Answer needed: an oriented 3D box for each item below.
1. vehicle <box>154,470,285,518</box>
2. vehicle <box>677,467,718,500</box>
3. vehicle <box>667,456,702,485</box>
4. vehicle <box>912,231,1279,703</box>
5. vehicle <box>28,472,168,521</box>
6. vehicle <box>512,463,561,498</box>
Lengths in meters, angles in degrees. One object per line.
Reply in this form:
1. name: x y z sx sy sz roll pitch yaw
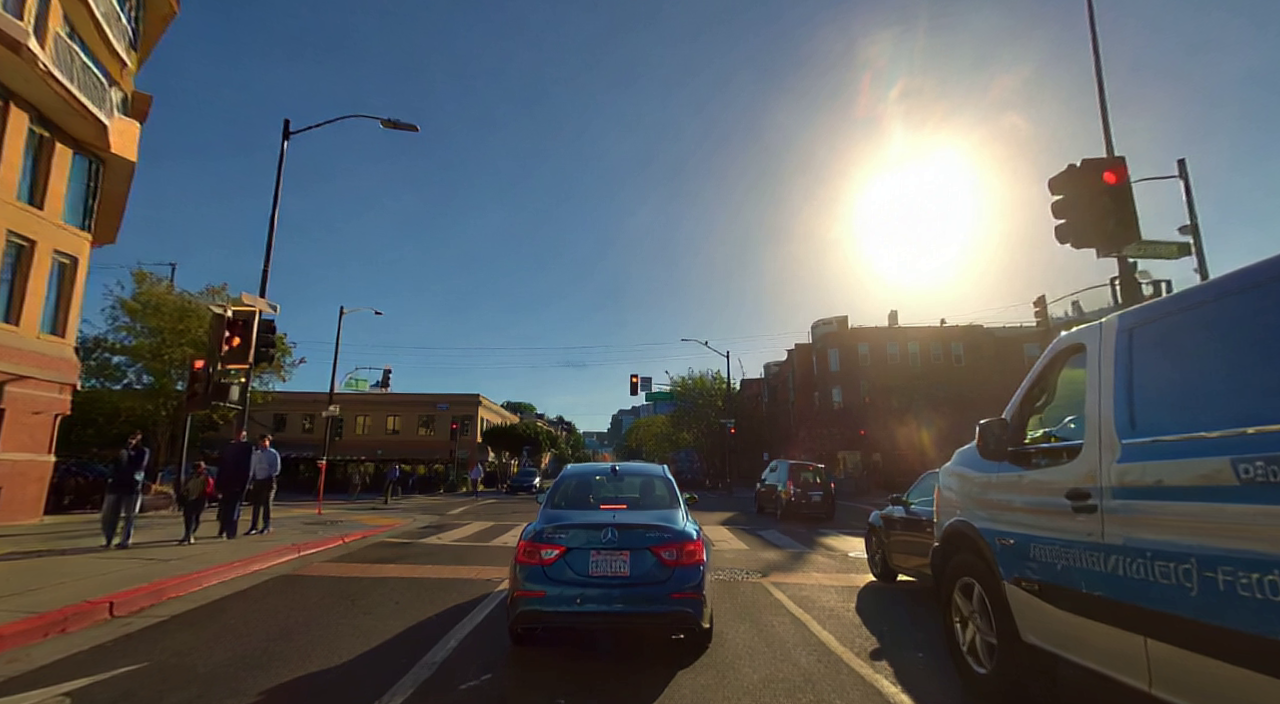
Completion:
1. vehicle: -19.762 6.683 29.776 4.750 2.083 2.002 -1 -9 3
2. vehicle: 3.495 8.050 38.860 1.908 1.741 4.066 0 -9 -3
3. vehicle: 3.327 8.995 48.161 2.365 1.994 4.259 0 -9 0
4. vehicle: 3.217 0.542 1.250 2.632 1.979 6.096 0 -9 0
5. vehicle: -25.436 6.775 29.708 4.588 2.048 2.110 0 -9 0
6. vehicle: -6.344 7.882 39.020 2.226 1.896 4.438 -1 -9 1
